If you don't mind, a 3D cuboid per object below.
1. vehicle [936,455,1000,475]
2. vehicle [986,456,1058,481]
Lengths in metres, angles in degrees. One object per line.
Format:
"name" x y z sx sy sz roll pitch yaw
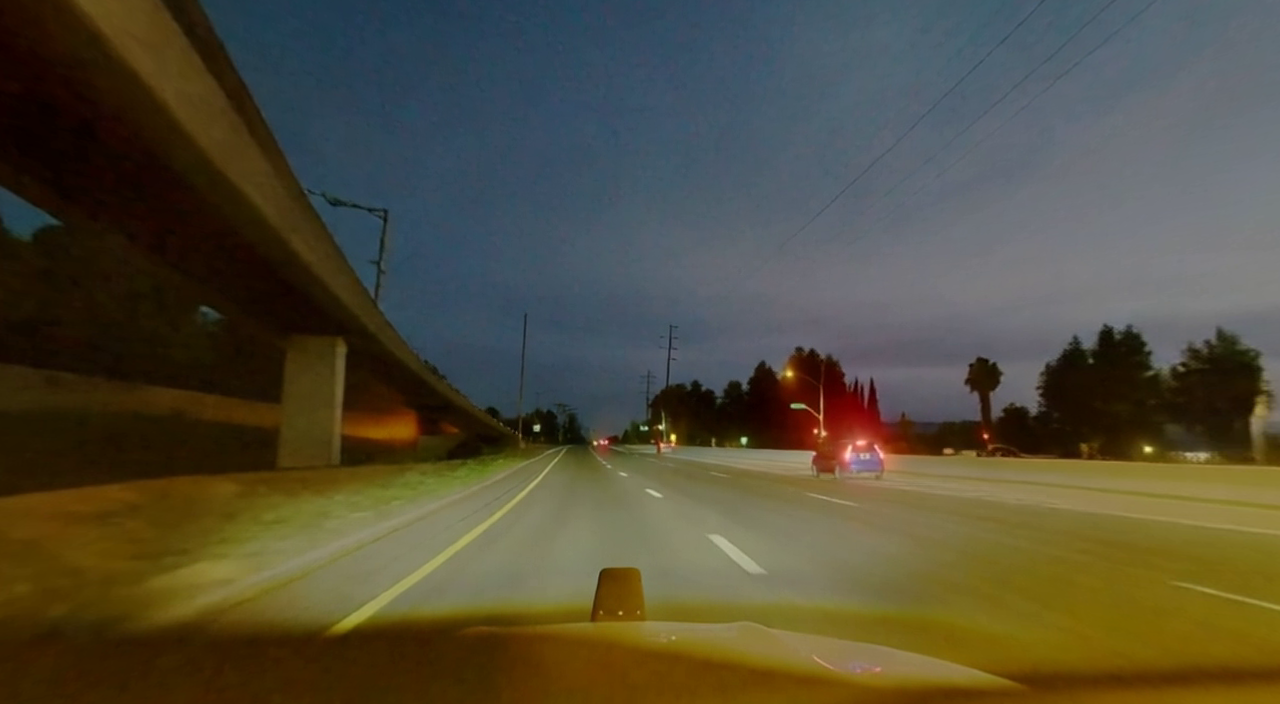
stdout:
"vehicle" 25.103 8.672 48.401 4.057 1.399 1.750 3 -10 -9
"vehicle" 27.932 8.542 46.255 4.118 1.676 1.948 1 -10 -12
